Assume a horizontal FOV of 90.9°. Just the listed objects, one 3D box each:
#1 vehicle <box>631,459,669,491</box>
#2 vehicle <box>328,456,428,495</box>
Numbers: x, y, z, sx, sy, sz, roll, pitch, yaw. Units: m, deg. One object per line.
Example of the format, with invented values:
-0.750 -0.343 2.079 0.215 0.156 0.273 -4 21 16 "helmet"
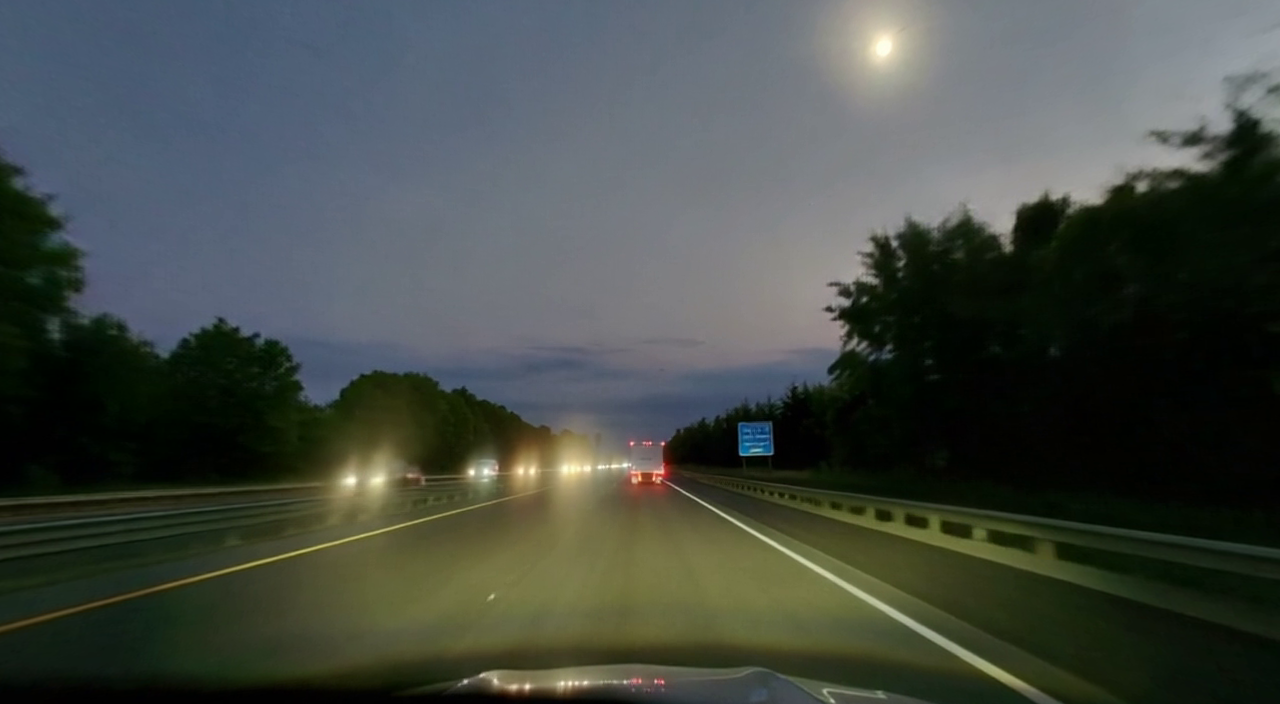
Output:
0.548 6.966 35.802 2.048 1.663 4.377 1 -10 0 "vehicle"
-11.654 5.558 28.602 1.916 1.535 5.991 1 -10 1 "vehicle"
